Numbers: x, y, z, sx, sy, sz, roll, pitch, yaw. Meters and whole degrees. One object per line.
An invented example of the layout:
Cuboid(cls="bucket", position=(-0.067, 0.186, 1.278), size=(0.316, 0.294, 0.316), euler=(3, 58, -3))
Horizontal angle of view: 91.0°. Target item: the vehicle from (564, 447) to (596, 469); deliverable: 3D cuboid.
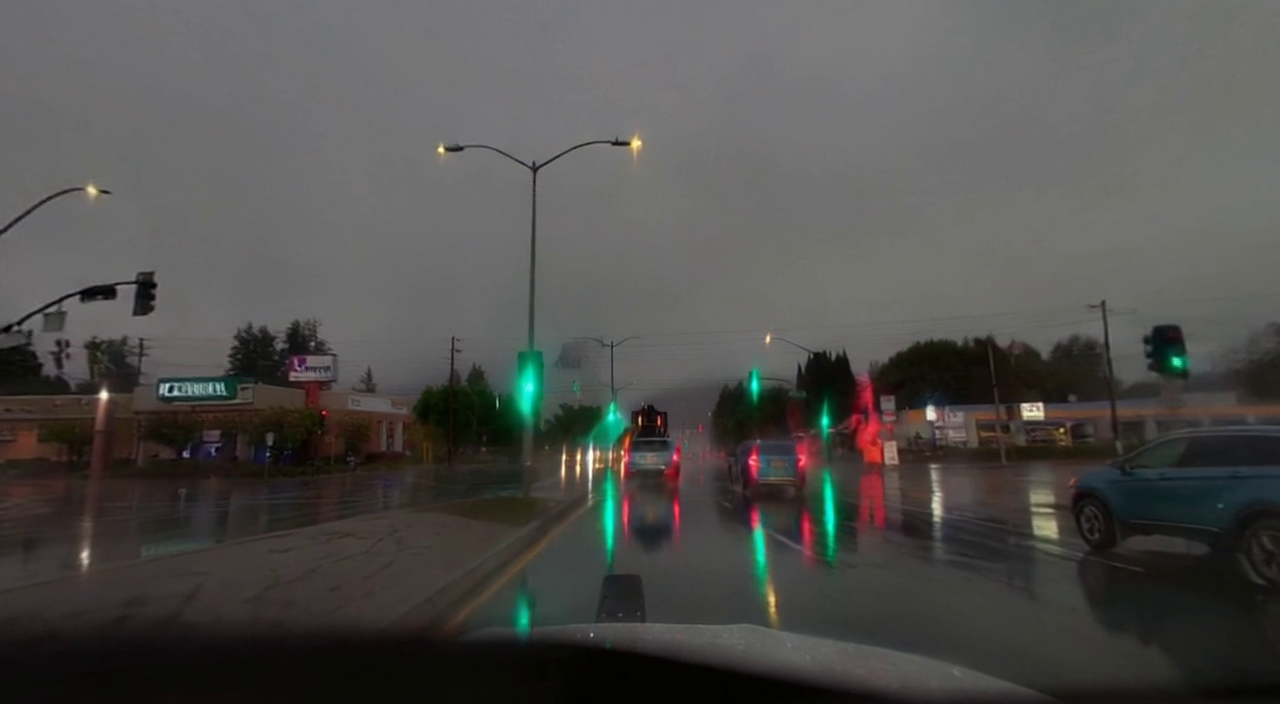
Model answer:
Cuboid(cls="vehicle", position=(-4.347, 7.705, 46.104), size=(2.001, 1.518, 4.316), euler=(0, -9, -1))

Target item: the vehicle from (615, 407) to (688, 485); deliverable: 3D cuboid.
Cuboid(cls="vehicle", position=(0.409, 3.399, 22.914), size=(2.370, 2.518, 3.858), euler=(-1, -8, 1))

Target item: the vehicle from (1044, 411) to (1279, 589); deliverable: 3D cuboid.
Cuboid(cls="vehicle", position=(7.173, 1.619, 7.327), size=(1.982, 1.698, 4.408), euler=(0, -9, 0))

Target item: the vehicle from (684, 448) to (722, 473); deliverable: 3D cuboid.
Cuboid(cls="vehicle", position=(4.006, 6.943, 40.536), size=(1.967, 1.515, 4.378), euler=(0, -9, -1))

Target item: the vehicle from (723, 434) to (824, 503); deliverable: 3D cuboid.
Cuboid(cls="vehicle", position=(3.738, 3.328, 18.457), size=(2.025, 1.754, 4.311), euler=(0, -9, 0))
